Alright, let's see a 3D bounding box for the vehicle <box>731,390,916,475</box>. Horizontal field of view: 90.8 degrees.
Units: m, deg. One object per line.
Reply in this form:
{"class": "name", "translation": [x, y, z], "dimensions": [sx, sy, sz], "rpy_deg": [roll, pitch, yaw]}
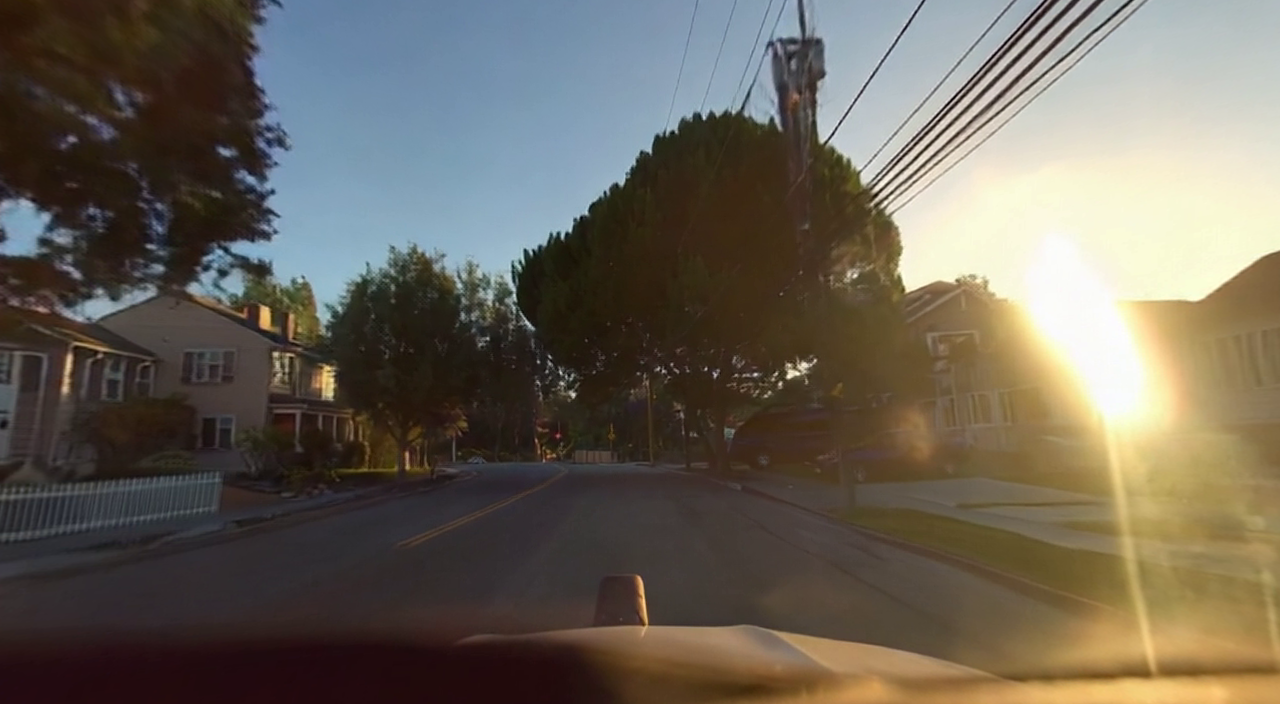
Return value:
{"class": "vehicle", "translation": [7.916, 3.539, 27.783], "dimensions": [7.115, 3.010, 2.378], "rpy_deg": [-4, -9, -6]}

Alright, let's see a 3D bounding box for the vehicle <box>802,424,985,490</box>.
{"class": "vehicle", "translation": [7.292, 3.064, 18.533], "dimensions": [4.412, 1.565, 1.957], "rpy_deg": [-3, -9, -1]}

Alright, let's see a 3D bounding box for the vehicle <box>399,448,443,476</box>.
{"class": "vehicle", "translation": [-13.495, 6.727, 38.926], "dimensions": [2.390, 1.431, 4.253], "rpy_deg": [1, -8, -19]}
